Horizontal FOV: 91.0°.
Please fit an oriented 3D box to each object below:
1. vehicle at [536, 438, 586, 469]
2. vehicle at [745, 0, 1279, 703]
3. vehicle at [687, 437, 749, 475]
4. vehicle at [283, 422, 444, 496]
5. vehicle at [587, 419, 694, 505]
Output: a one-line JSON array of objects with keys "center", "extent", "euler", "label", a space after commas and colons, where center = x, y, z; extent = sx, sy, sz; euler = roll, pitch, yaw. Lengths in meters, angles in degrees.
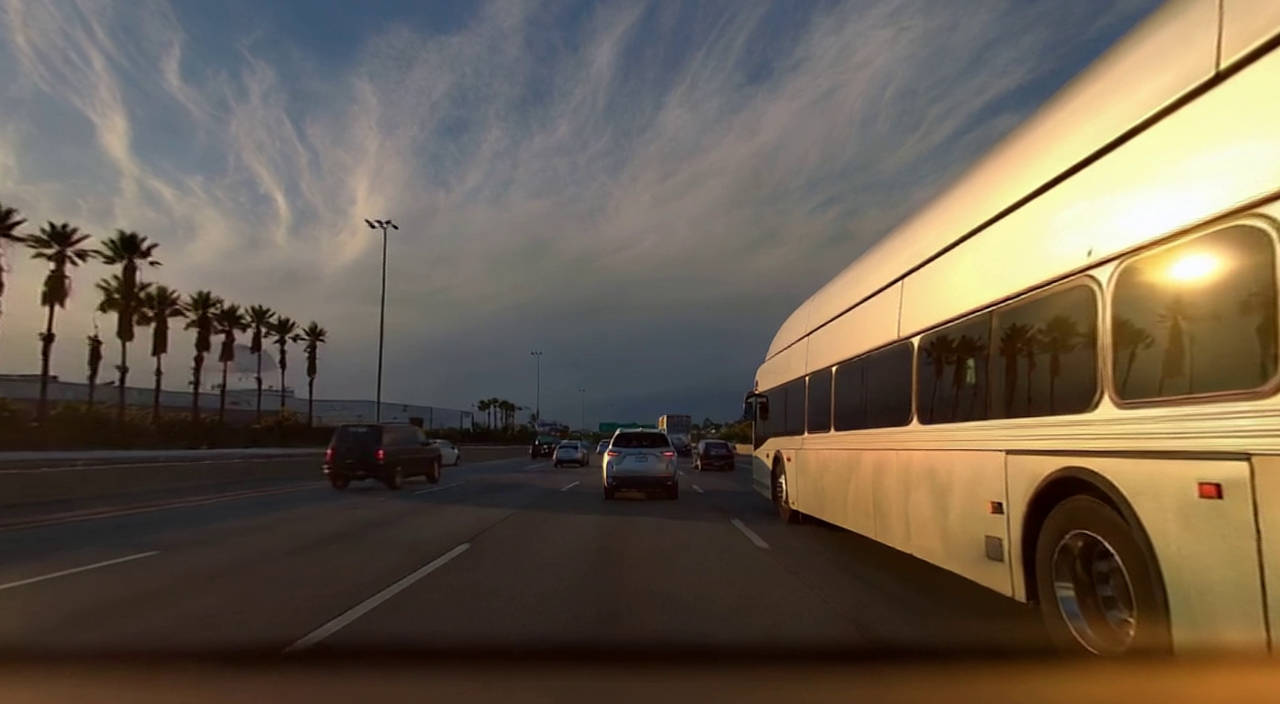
[{"center": [-4.187, 5.473, 34.102], "extent": [2.040, 1.536, 4.680], "euler": [0, -9, 1], "label": "vehicle"}, {"center": [3.949, 0.477, 7.128], "extent": [3.020, 3.622, 14.302], "euler": [0, -9, 0], "label": "vehicle"}, {"center": [3.339, 4.590, 27.993], "extent": [2.039, 1.516, 4.521], "euler": [0, -9, -2], "label": "vehicle"}, {"center": [-7.478, 2.971, 17.766], "extent": [2.215, 1.795, 4.966], "euler": [0, -9, 1], "label": "vehicle"}, {"center": [0.051, 2.664, 15.535], "extent": [2.268, 1.796, 4.280], "euler": [0, -9, 1], "label": "vehicle"}]
